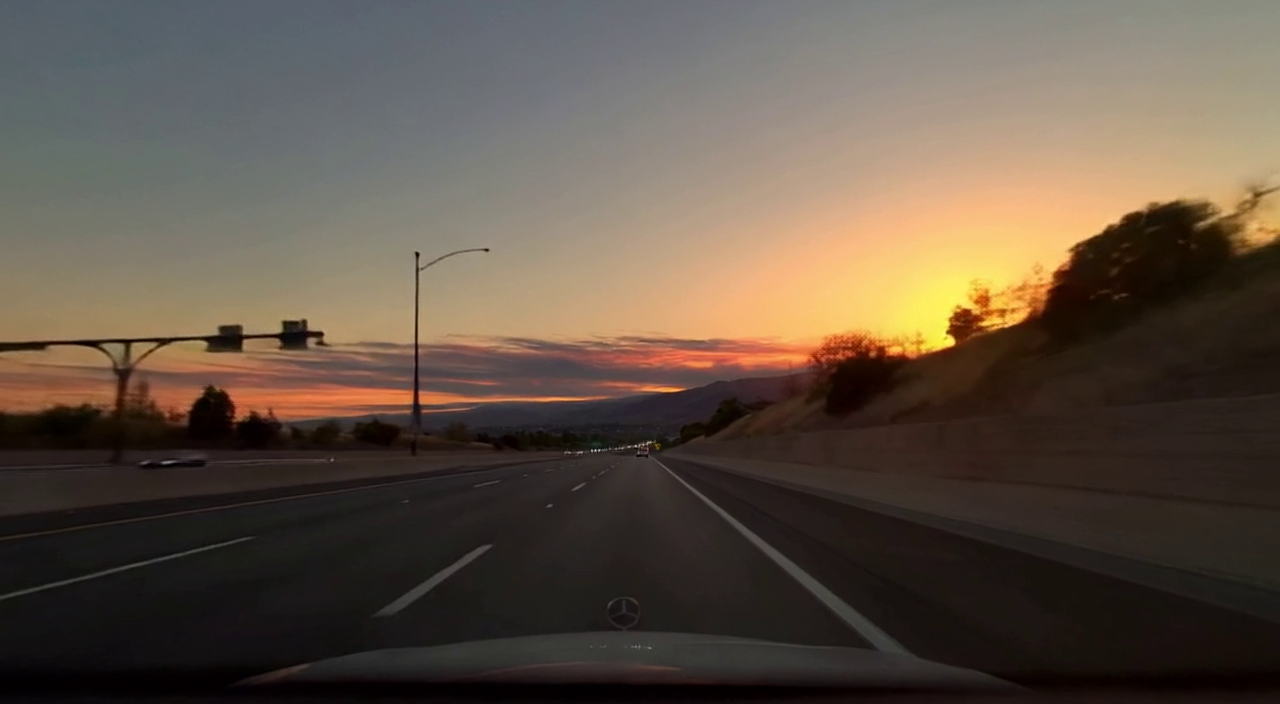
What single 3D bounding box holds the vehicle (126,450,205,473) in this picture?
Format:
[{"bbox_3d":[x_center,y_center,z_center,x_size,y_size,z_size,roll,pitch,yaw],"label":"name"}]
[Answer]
[{"bbox_3d":[-34.804,8.044,46.376,1.951,1.596,4.811,0,-9,1],"label":"vehicle"}]
